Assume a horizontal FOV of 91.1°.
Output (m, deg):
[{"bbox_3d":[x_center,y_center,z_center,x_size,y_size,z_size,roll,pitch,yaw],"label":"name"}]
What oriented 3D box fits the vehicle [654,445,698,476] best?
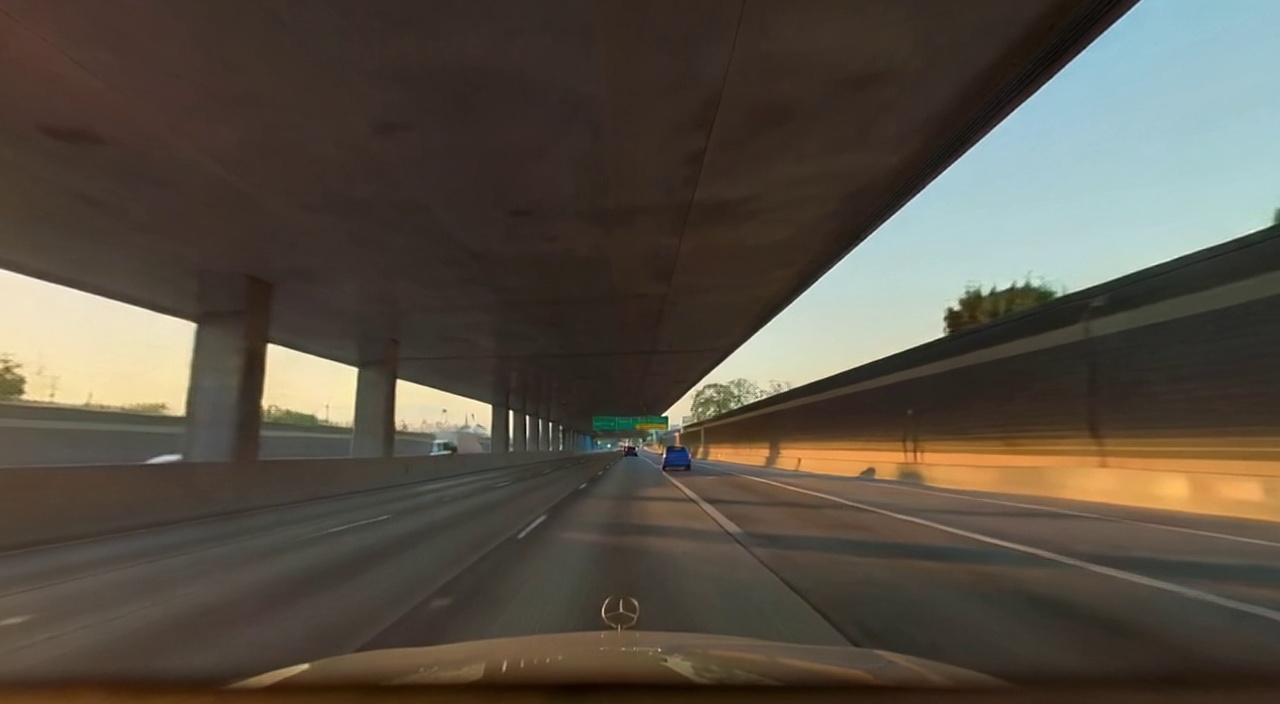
[{"bbox_3d":[1.818,5.631,32.849,2.055,1.501,4.321,0,-9,0],"label":"vehicle"}]
